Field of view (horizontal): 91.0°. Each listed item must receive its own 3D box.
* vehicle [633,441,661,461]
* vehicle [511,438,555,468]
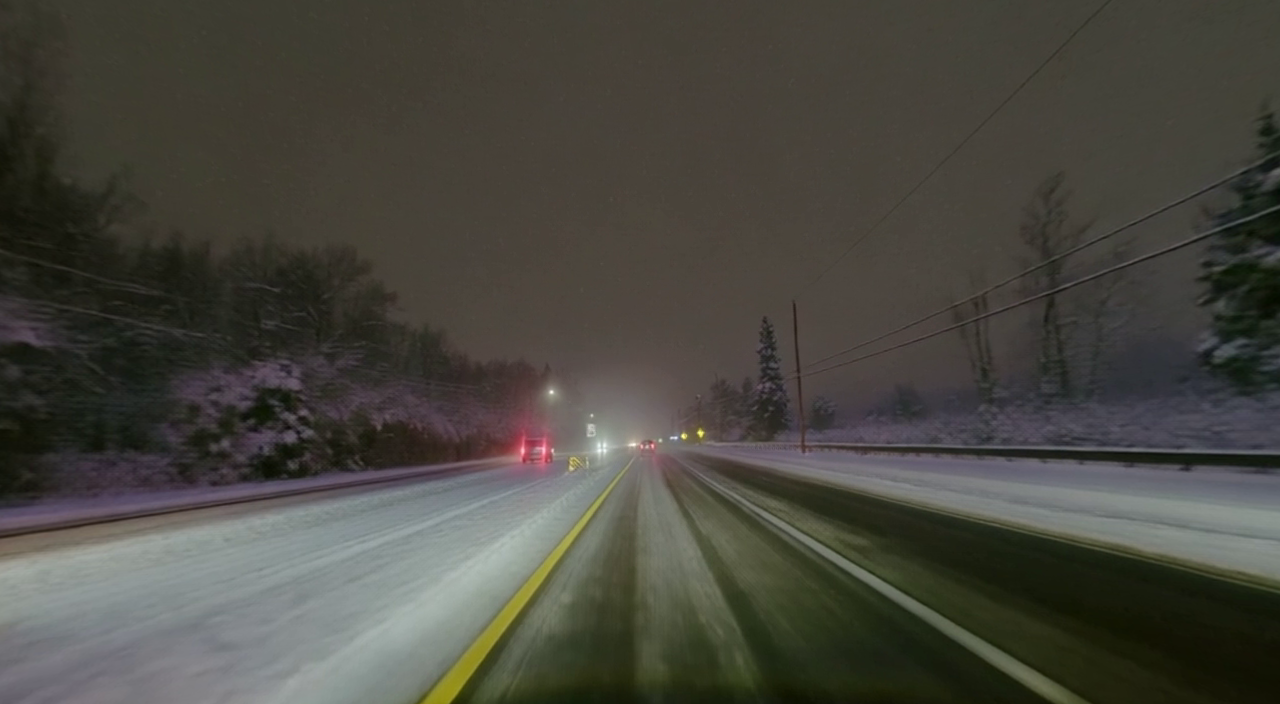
[{"bbox_3d":[0.494,7.599,48.556,2.061,1.469,3.782,0,-8,0],"label":"vehicle"},{"bbox_3d":[-6.973,6.620,41.459,2.068,1.897,4.372,0,-8,2],"label":"vehicle"}]
